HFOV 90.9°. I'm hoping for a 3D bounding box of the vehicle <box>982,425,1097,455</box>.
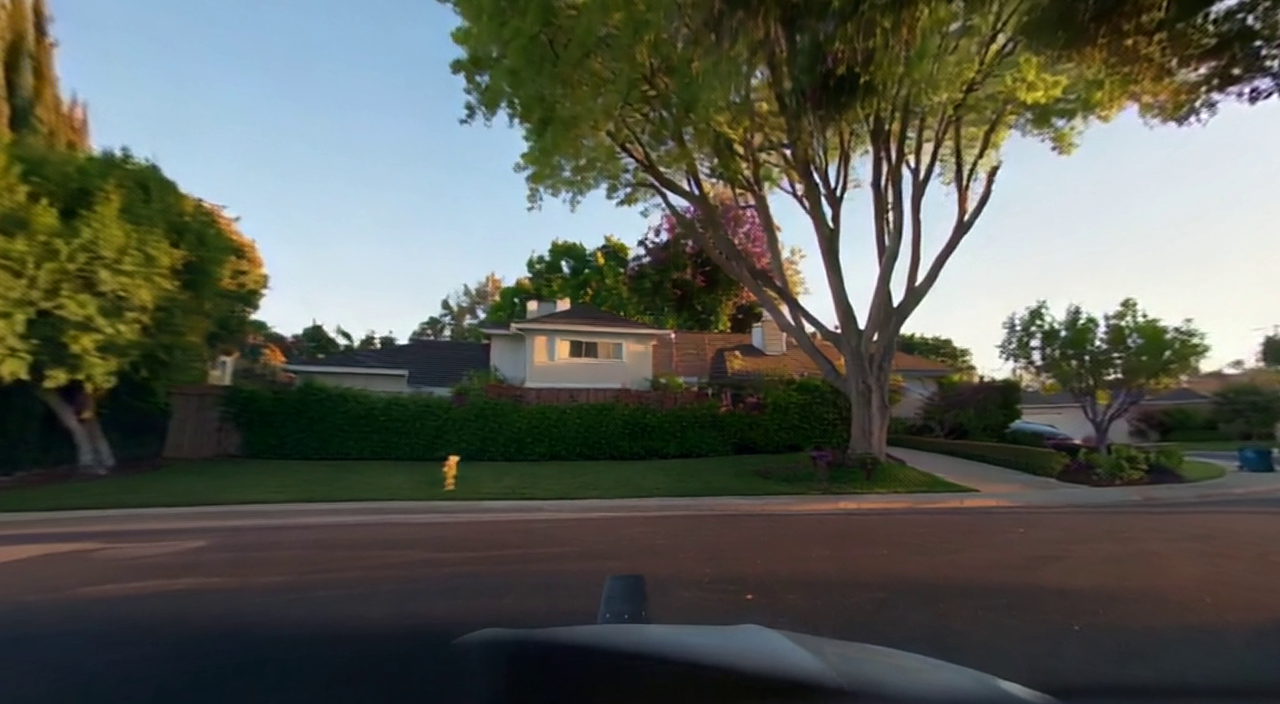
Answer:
[{"bbox_3d":[21.588,4.783,34.146,5.089,1.517,1.791,1,-8,-5],"label":"vehicle"}]
